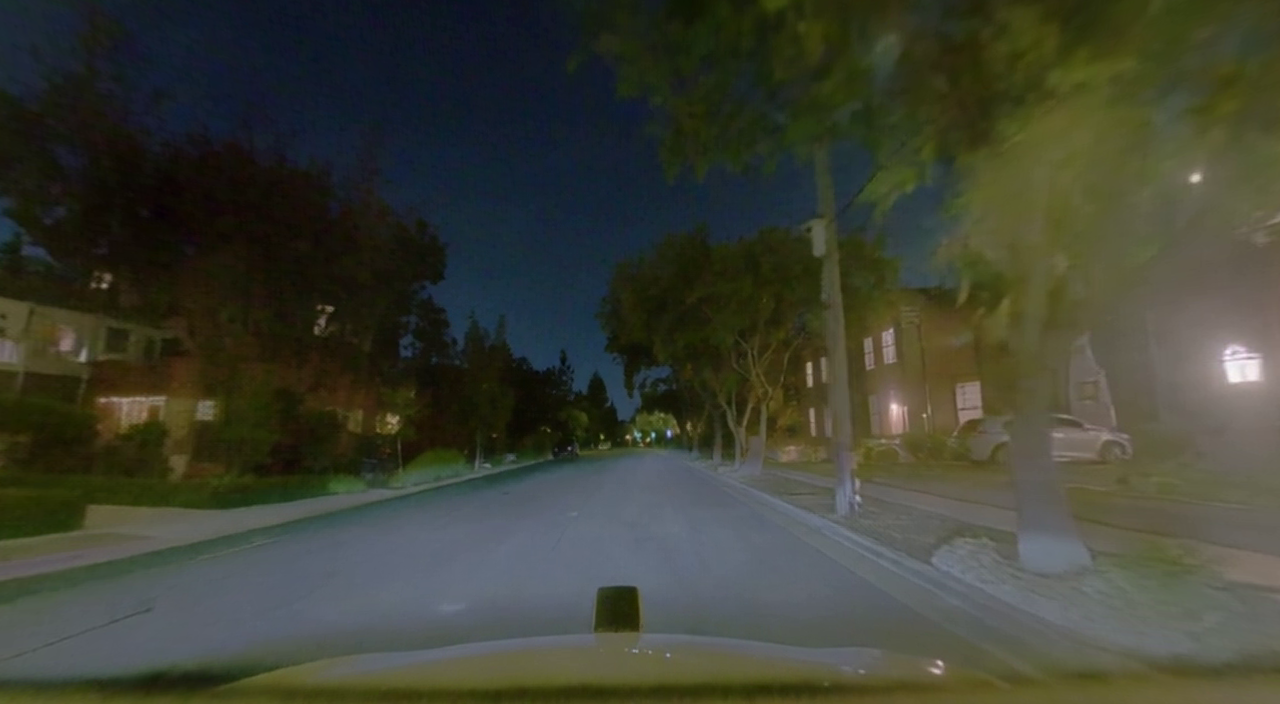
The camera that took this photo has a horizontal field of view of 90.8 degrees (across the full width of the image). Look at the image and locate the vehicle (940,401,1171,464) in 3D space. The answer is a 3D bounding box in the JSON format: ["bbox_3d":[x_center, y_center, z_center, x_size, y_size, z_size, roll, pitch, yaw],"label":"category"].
[{"bbox_3d":[11.249,2.238,17.422,4.894,1.616,1.965,-1,-9,2],"label":"vehicle"}]
